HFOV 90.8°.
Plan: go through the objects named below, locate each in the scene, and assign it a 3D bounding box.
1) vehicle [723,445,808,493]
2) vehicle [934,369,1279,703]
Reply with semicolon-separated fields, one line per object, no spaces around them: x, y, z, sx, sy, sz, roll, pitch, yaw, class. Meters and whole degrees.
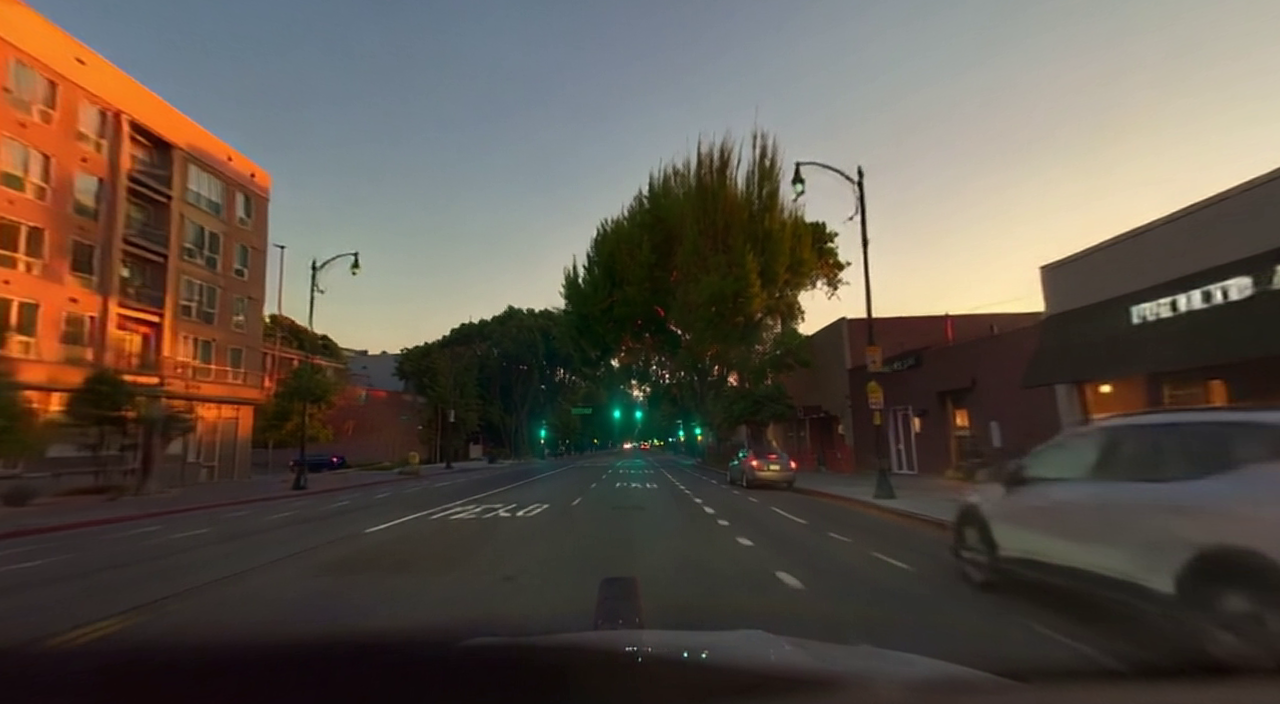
4.192;3.963;21.784;1.856;1.462;4.501;0;-8;-2;vehicle
4.084;1.150;4.297;1.957;1.753;4.413;0;-8;-1;vehicle
